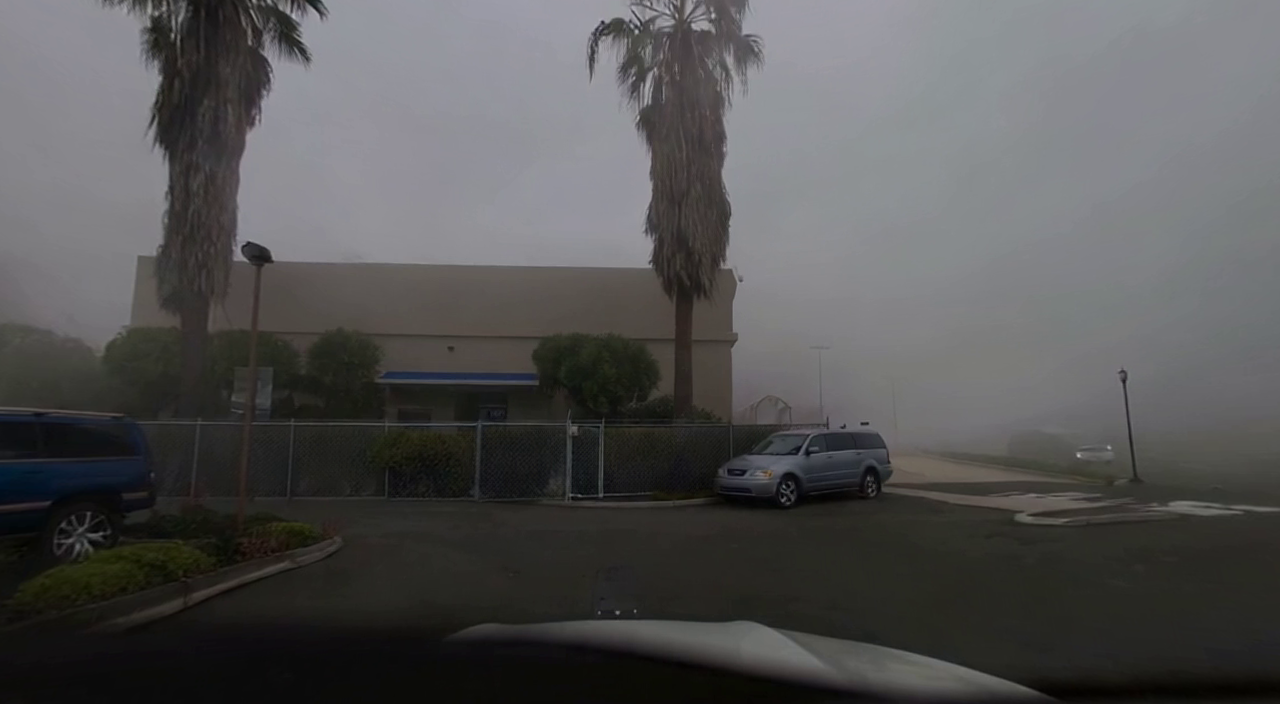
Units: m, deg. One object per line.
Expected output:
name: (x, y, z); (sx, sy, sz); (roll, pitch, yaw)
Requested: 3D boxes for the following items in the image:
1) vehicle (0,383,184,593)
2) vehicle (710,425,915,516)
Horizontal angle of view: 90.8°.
vehicle: (-6.789, 1.236, 5.717); (1.943, 1.890, 4.472); (0, -8, 0)
vehicle: (4.011, 2.586, 14.591); (4.365, 1.791, 2.073); (4, -7, -30)
